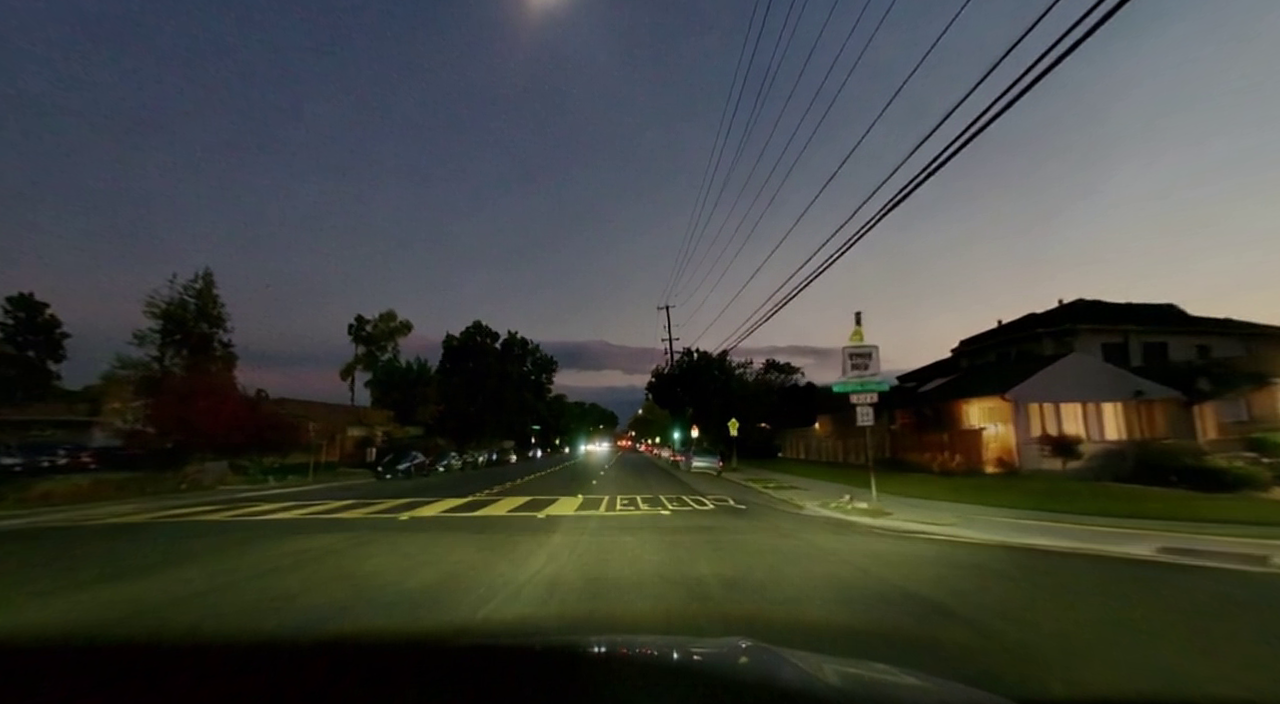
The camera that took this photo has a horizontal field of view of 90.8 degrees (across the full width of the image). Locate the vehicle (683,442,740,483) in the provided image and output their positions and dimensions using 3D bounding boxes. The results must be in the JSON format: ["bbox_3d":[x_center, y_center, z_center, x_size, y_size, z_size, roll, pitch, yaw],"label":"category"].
[{"bbox_3d":[3.270,5.145,29.734,2.045,1.746,4.564,0,-9,-1],"label":"vehicle"}]

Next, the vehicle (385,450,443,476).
[{"bbox_3d":[-14.092,6.898,39.661,1.887,1.490,4.656,0,-9,0],"label":"vehicle"}]

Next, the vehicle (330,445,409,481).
[{"bbox_3d":[-14.152,5.822,33.400,1.913,1.745,4.992,0,-9,1],"label":"vehicle"}]

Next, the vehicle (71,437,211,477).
[{"bbox_3d":[-22.544,4.756,28.694,4.612,1.736,1.951,0,-9,-1],"label":"vehicle"}]
